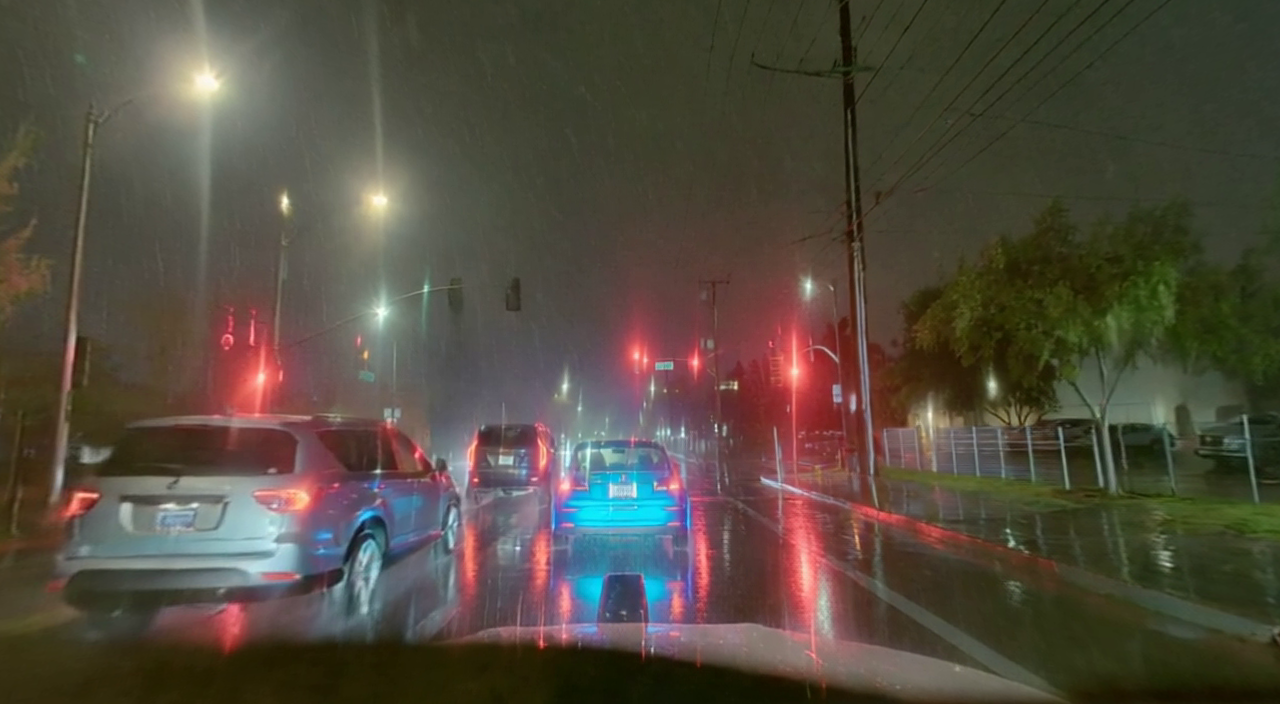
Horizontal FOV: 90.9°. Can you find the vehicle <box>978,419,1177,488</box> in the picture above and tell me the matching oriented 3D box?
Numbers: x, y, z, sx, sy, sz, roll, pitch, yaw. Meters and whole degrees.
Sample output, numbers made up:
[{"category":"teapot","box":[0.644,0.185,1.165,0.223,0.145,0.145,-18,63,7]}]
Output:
[{"category":"vehicle","box":[10.528,2.494,15.684,1.888,1.455,4.268,0,-8,0]}]

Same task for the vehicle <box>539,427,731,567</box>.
[{"category":"vehicle","box":[-0.149,1.874,8.971,2.070,1.481,4.216,0,-8,-3]}]

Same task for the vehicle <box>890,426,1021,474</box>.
[{"category":"vehicle","box":[10.644,3.354,21.727,1.842,1.471,4.481,1,-8,-5]}]

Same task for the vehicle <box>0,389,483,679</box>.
[{"category":"vehicle","box":[-2.930,1.347,5.702,2.003,1.681,3.878,0,-8,0]}]

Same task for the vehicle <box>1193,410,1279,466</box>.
[{"category":"vehicle","box":[18.719,2.558,18.676,4.446,1.511,1.977,4,-10,-29]}]

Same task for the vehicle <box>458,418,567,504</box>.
[{"category":"vehicle","box":[-3.029,2.696,15.979,2.106,1.852,4.512,0,-8,-4]}]
